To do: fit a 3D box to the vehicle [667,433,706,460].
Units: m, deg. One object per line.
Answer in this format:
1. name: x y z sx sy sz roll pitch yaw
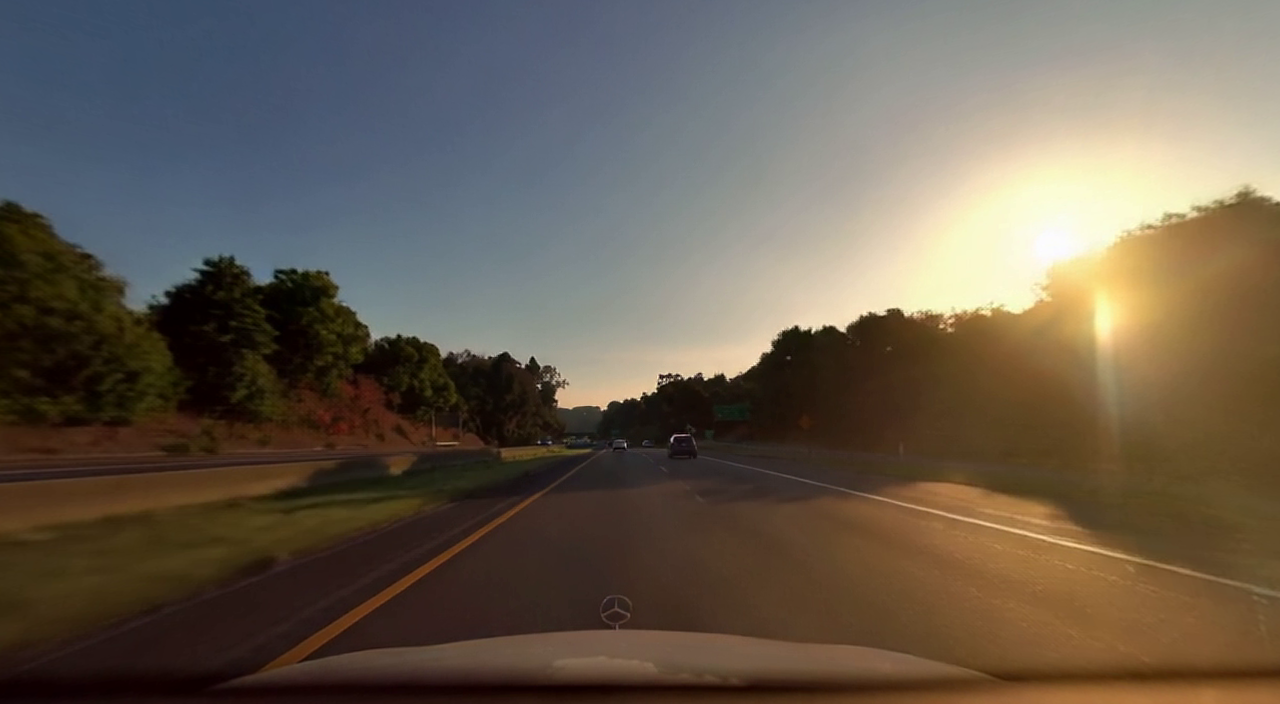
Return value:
1. vehicle: 2.974 6.172 41.358 2.085 1.681 4.436 0 -8 -2
